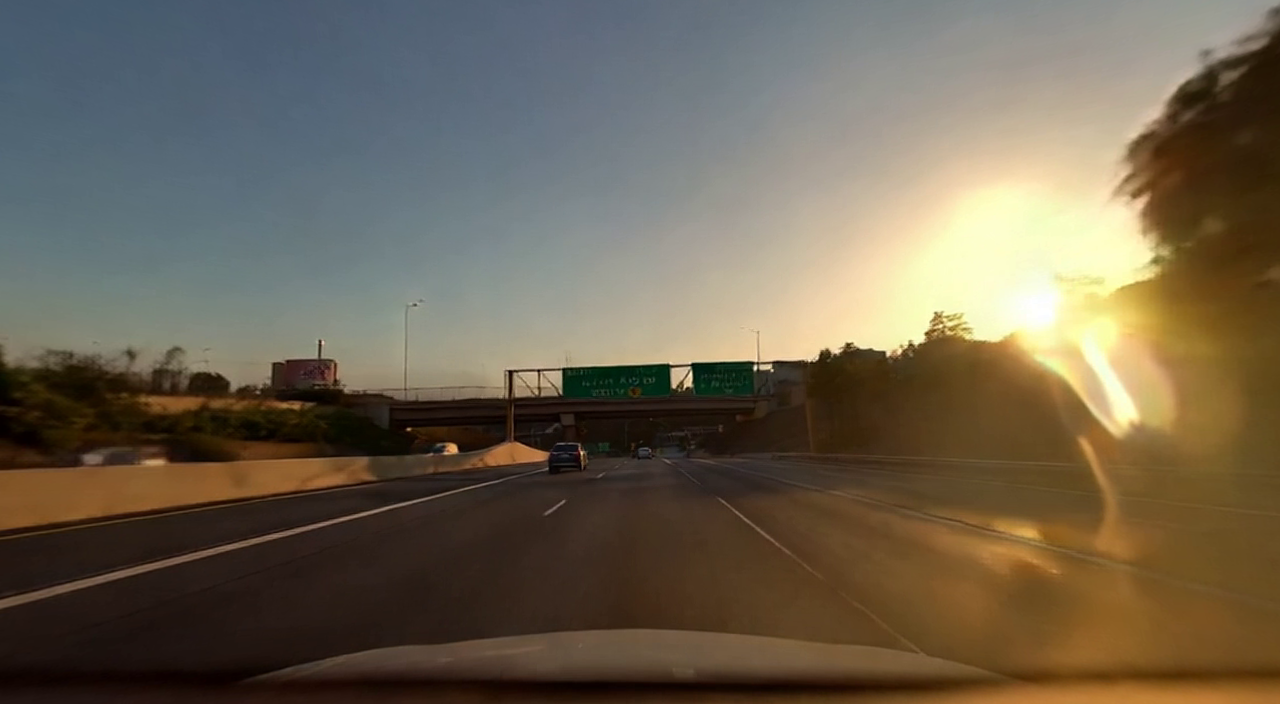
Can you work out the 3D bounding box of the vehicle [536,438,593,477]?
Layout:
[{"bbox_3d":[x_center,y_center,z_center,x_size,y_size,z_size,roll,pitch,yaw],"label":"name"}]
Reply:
[{"bbox_3d":[-3.485,4.960,29.906,2.072,1.706,4.359,0,-8,1],"label":"vehicle"}]
